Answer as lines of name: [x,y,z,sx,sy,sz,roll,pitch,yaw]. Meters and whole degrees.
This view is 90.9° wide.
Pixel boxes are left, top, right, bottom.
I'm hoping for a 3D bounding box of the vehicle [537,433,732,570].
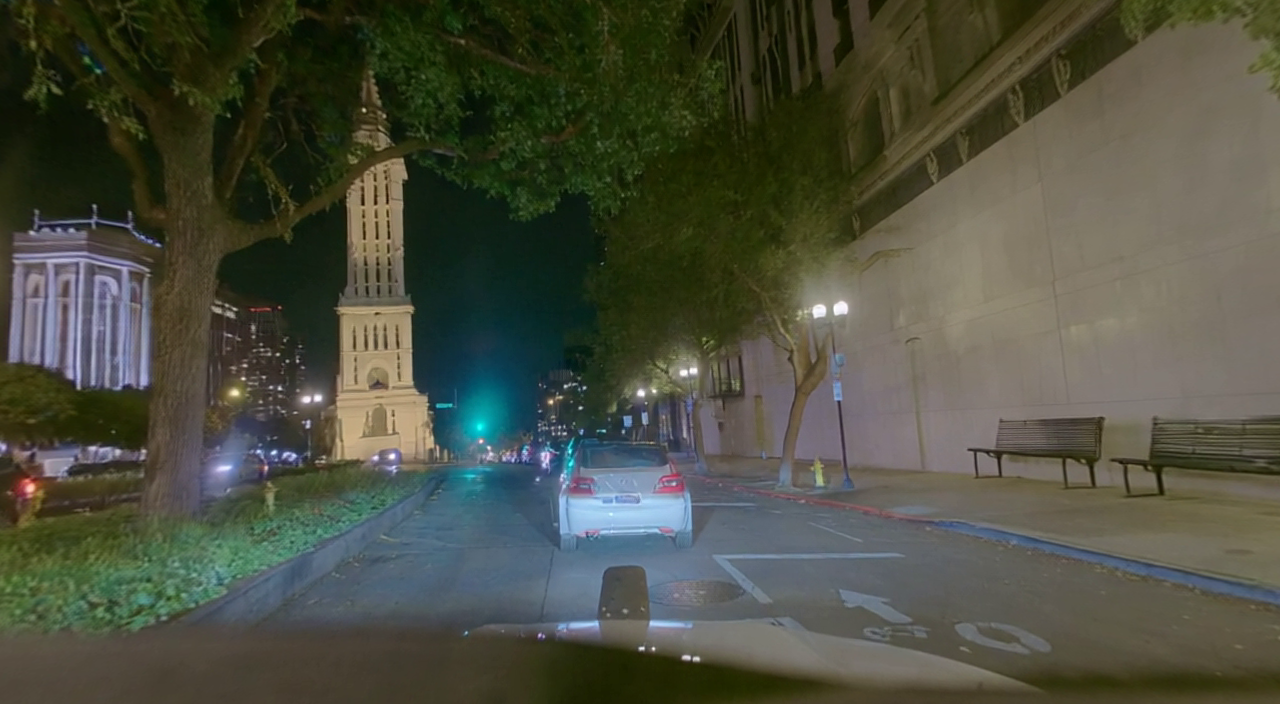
vehicle: [-0.244,1.943,9.025,2.142,1.475,4.051,1,-8,-6]
